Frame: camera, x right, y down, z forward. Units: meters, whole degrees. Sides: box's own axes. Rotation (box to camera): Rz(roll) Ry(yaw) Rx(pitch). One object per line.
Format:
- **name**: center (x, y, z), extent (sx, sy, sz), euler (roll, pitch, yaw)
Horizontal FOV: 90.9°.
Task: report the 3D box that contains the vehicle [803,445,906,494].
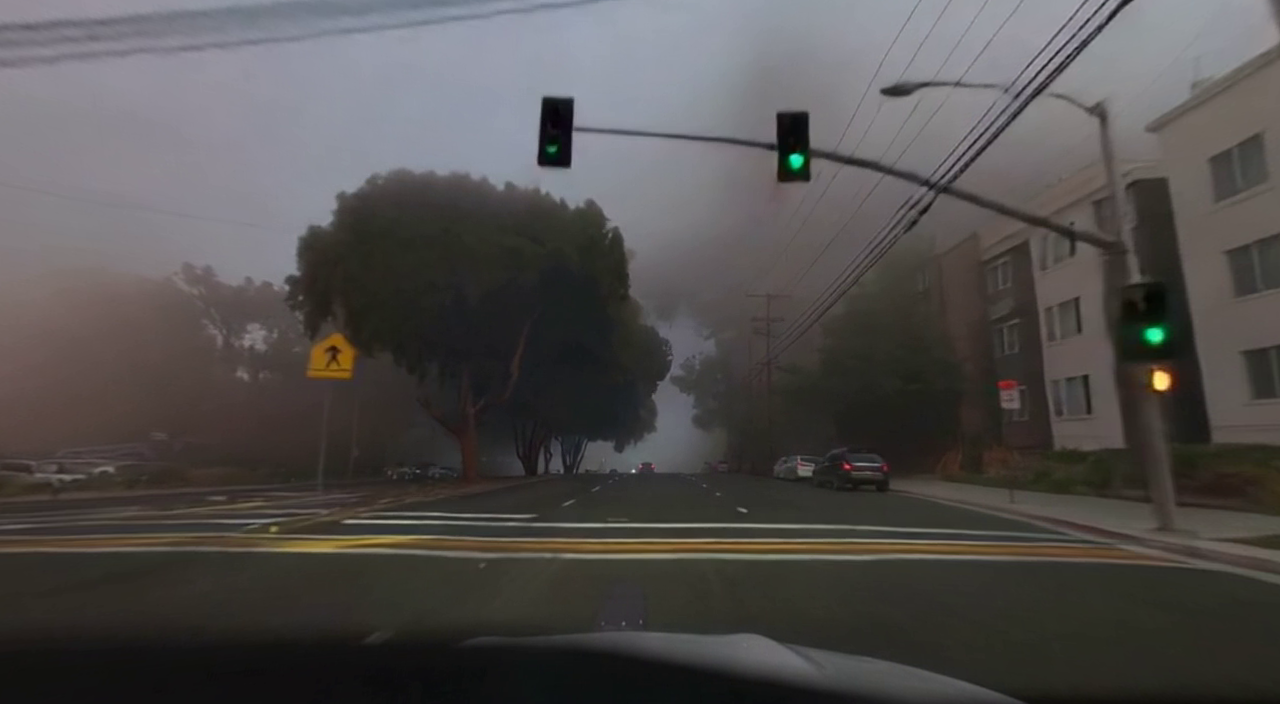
- **vehicle**: center (7.201, 3.956, 21.723), extent (1.875, 1.481, 4.434), euler (0, -8, -1)
